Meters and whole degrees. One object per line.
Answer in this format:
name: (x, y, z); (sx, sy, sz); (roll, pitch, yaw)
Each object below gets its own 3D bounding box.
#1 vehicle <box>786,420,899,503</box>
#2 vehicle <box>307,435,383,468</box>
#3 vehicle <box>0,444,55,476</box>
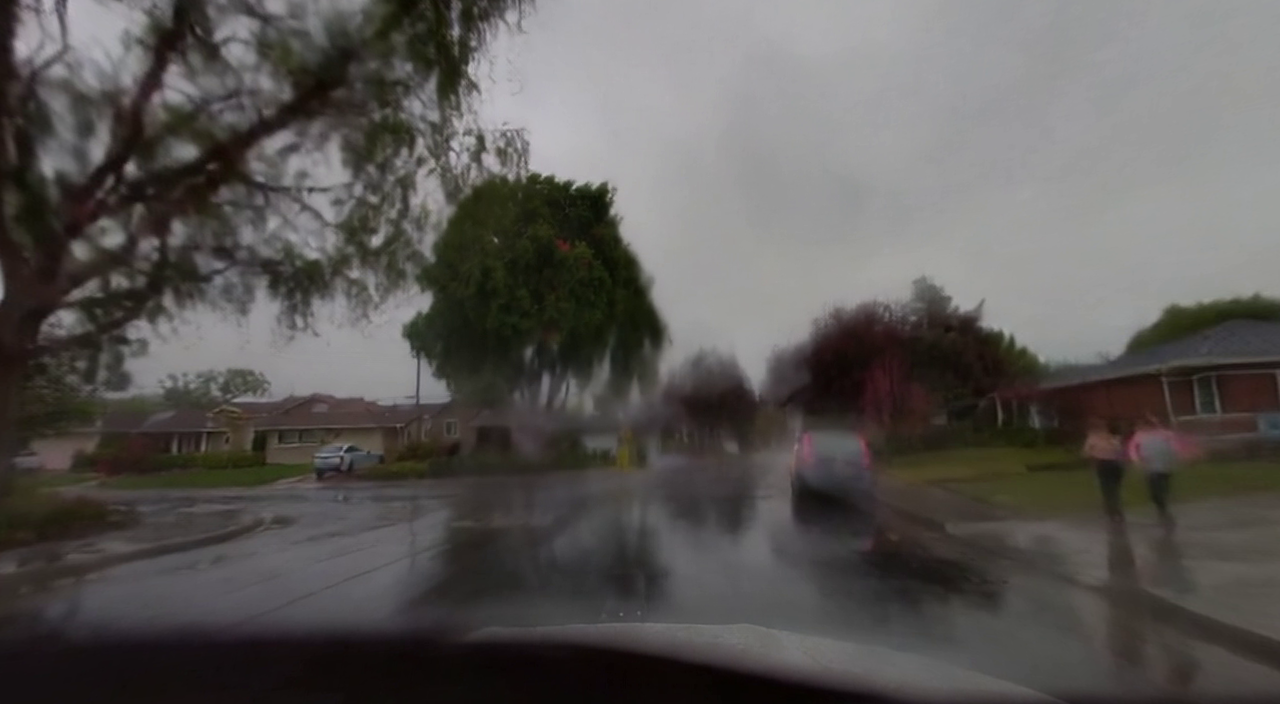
vehicle: (4.835, 2.700, 15.752); (2.053, 1.737, 4.375); (-2, -9, 10)
vehicle: (-17.450, 5.940, 37.663); (2.021, 1.798, 4.491); (-1, -9, 6)
vehicle: (-39.403, 6.661, 39.070); (2.206, 1.858, 4.918); (1, -8, -8)
